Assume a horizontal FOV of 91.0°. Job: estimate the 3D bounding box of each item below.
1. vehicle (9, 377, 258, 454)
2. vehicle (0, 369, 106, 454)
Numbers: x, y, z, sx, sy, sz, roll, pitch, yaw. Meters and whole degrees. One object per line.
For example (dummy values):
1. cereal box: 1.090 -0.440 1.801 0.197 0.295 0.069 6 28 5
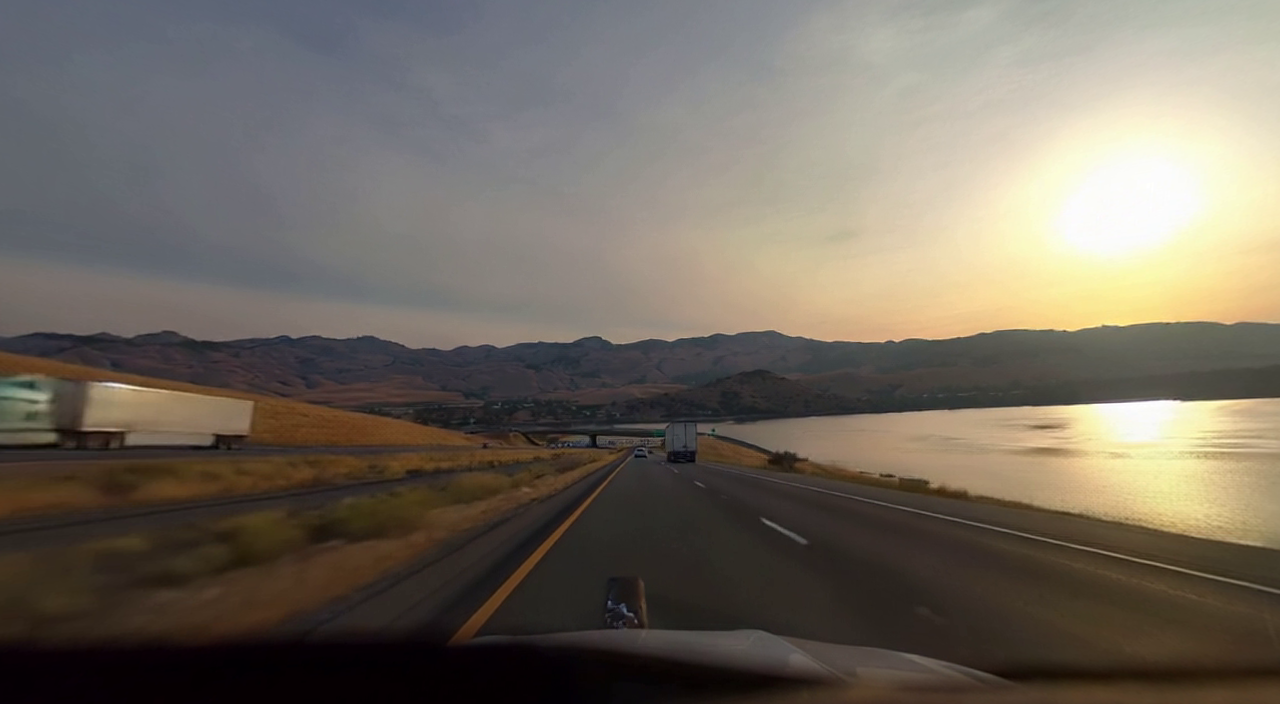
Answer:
1. vehicle: -32.234 4.688 42.111 3.149 4.177 16.156 1 -9 1
2. vehicle: -32.230 3.235 32.751 2.909 4.035 6.523 0 -9 0
